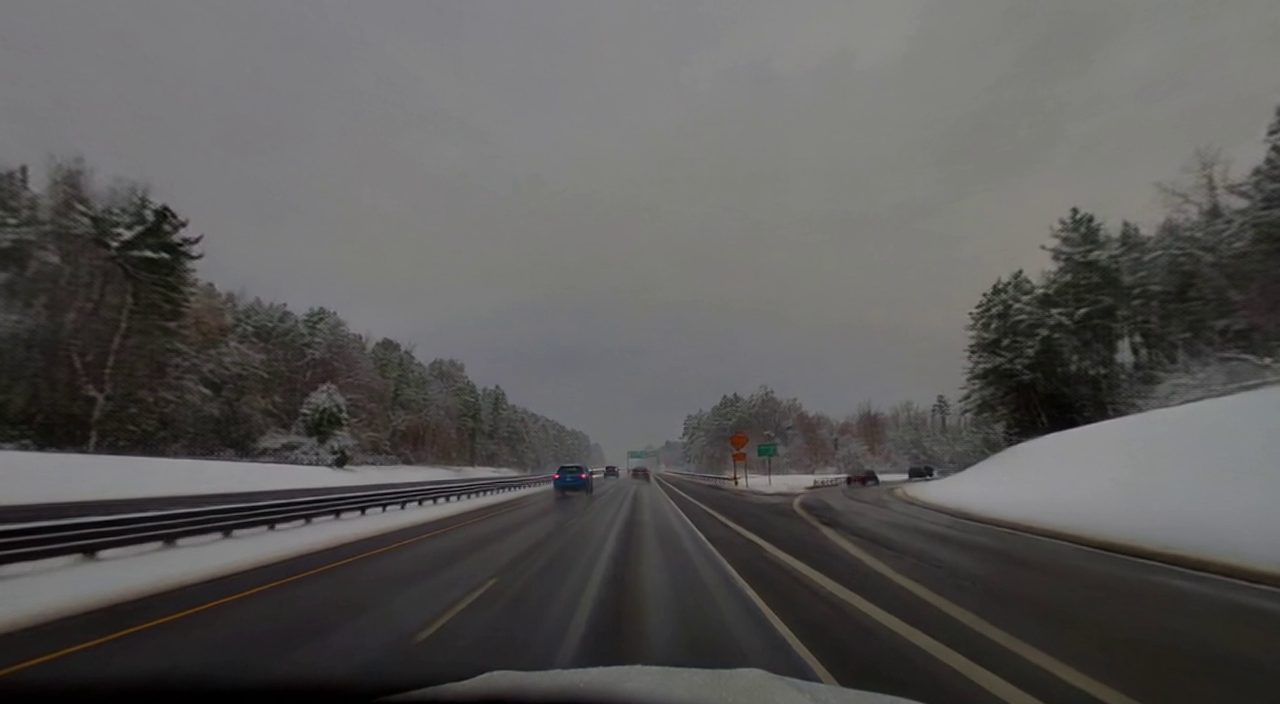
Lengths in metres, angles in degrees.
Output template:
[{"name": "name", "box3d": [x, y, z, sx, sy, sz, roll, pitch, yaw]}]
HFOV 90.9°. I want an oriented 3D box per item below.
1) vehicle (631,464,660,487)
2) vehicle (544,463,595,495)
[{"name": "vehicle", "box3d": [0.373, 9.285, 47.334, 2.065, 1.596, 3.869, 1, -11, 0]}, {"name": "vehicle", "box3d": [-3.535, 6.530, 32.548, 2.047, 1.523, 4.279, 1, -11, 1]}]
